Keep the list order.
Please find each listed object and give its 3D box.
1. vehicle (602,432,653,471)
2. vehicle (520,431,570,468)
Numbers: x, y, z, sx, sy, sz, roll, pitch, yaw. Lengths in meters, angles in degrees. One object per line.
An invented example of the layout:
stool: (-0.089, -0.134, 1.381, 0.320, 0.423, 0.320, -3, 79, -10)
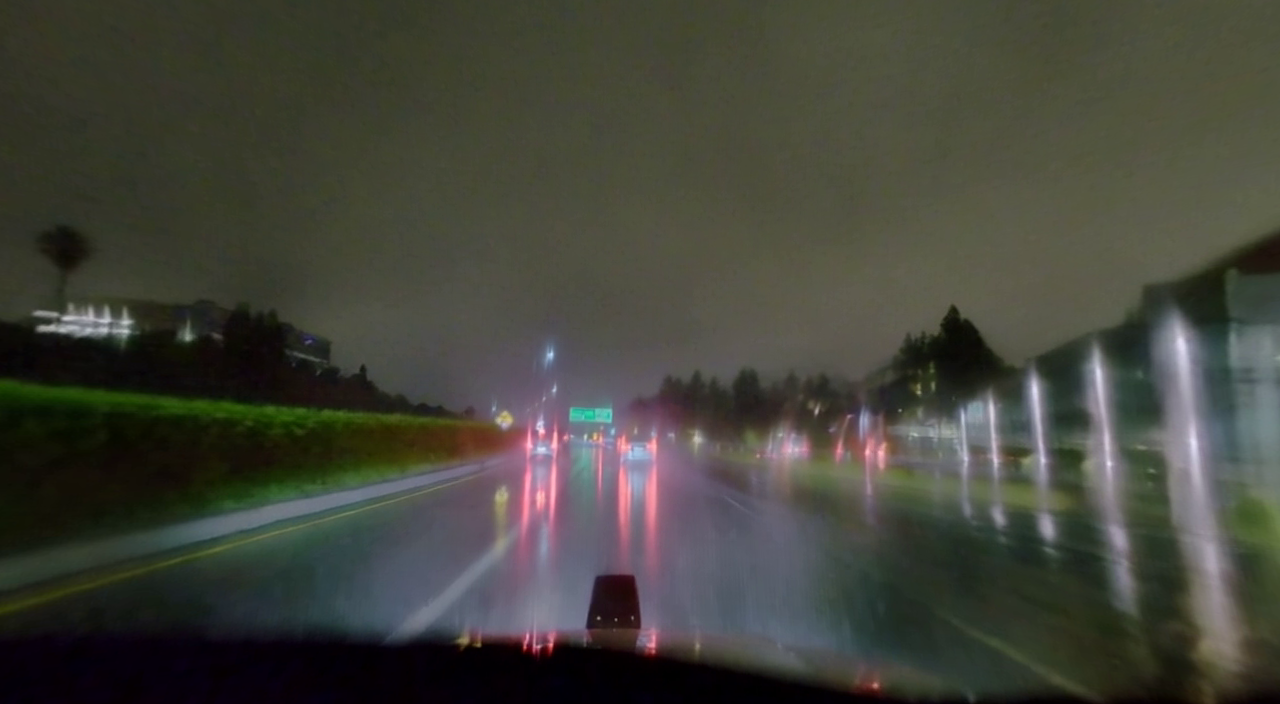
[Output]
vehicle: (-0.650, 4.495, 28.762, 2.078, 1.608, 3.982, 0, -8, -4)
vehicle: (-4.743, 4.925, 31.950, 2.080, 1.733, 4.410, 0, -8, -3)
